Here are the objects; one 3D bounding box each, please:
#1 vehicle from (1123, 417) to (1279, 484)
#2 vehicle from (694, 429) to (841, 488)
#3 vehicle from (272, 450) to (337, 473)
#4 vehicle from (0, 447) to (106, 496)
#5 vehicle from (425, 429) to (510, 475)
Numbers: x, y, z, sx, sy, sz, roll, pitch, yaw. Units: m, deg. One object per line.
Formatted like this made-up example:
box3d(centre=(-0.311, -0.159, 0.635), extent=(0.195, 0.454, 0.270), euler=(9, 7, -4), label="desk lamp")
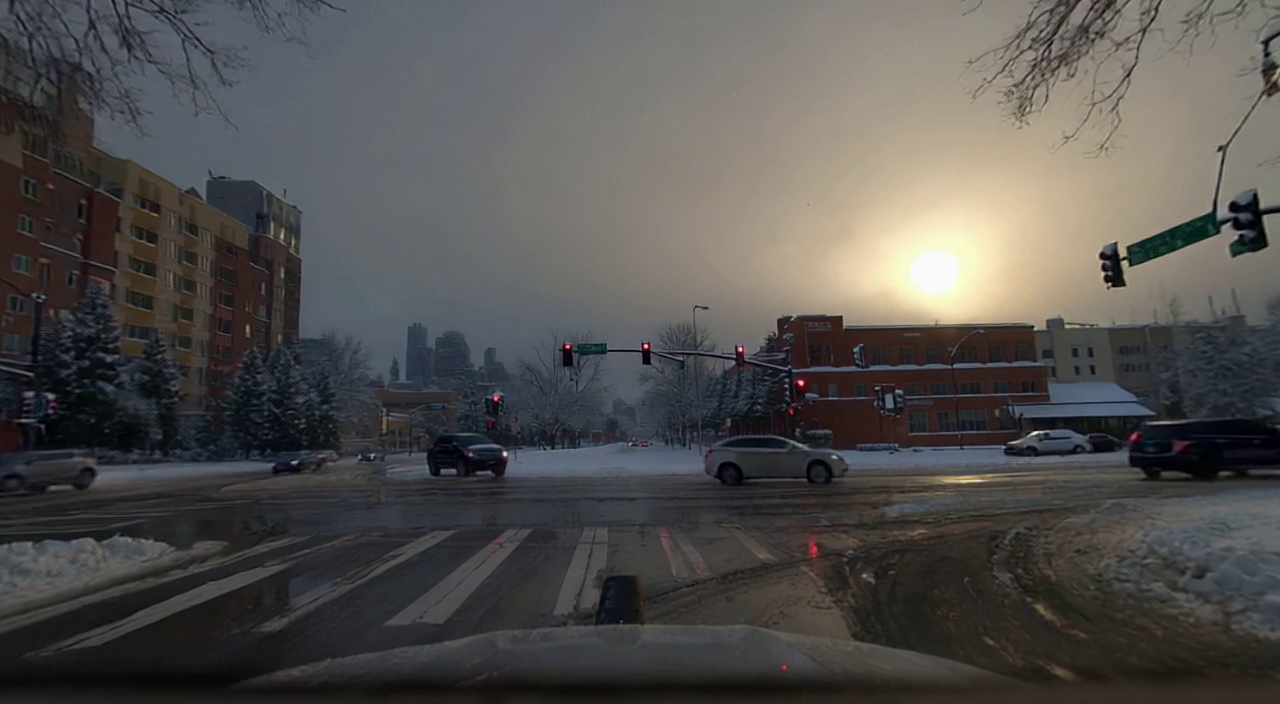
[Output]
box3d(centre=(17.662, 2.931, 18.874), extent=(4.767, 1.877, 2.017), euler=(0, -9, -3), label="vehicle")
box3d(centre=(3.992, 3.286, 19.710), extent=(4.180, 1.678, 1.982), euler=(-3, -9, 20), label="vehicle")
box3d(centre=(-23.103, 7.516, 43.695), extent=(1.909, 1.473, 4.571), euler=(0, -9, 1), label="vehicle")
box3d(centre=(-22.889, 4.383, 23.589), extent=(1.938, 1.676, 4.483), euler=(0, -9, 0), label="vehicle")
box3d(centre=(-8.283, 4.707, 29.960), extent=(2.223, 1.972, 5.310), euler=(6, -10, -33), label="vehicle")
